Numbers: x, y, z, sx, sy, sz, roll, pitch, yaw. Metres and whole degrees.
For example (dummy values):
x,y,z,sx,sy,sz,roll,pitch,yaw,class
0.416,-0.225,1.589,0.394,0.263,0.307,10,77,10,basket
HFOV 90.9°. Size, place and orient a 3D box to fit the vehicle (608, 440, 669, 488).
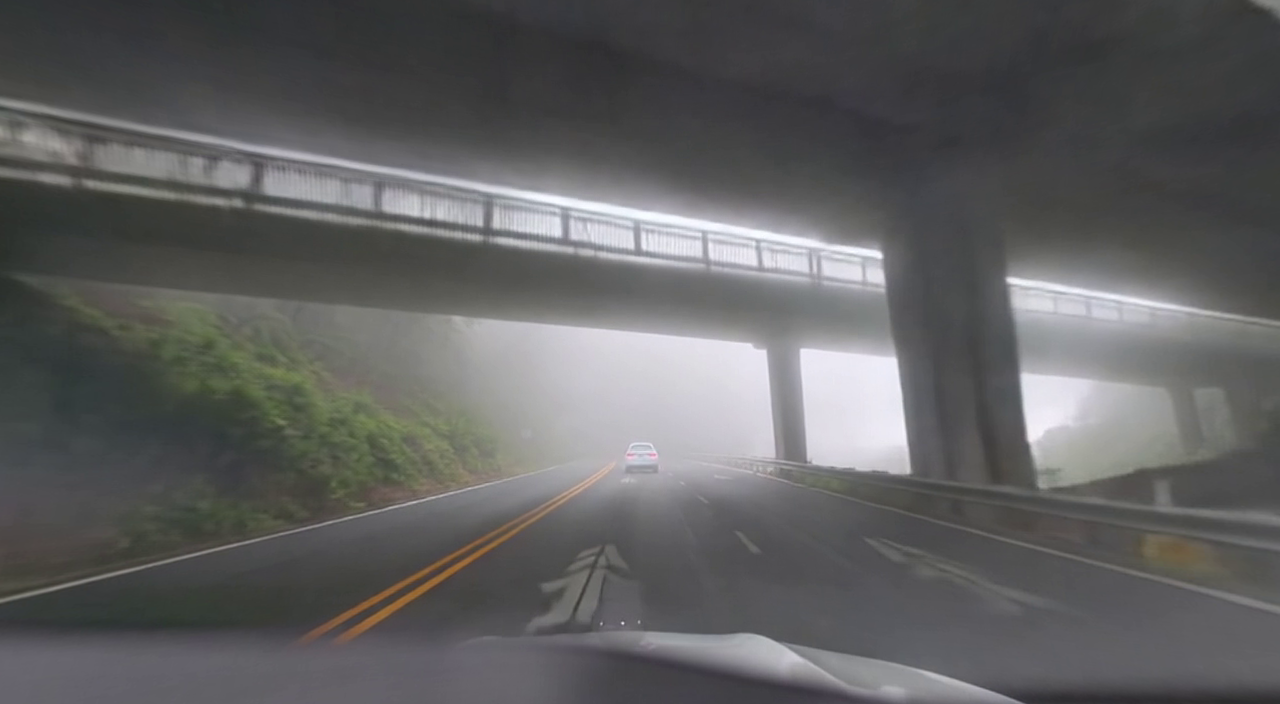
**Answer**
x,y,z,sx,sy,sz,roll,pitch,yaw,class
-0.058,4.062,23.072,2.037,1.601,3.643,0,-9,0,vehicle
